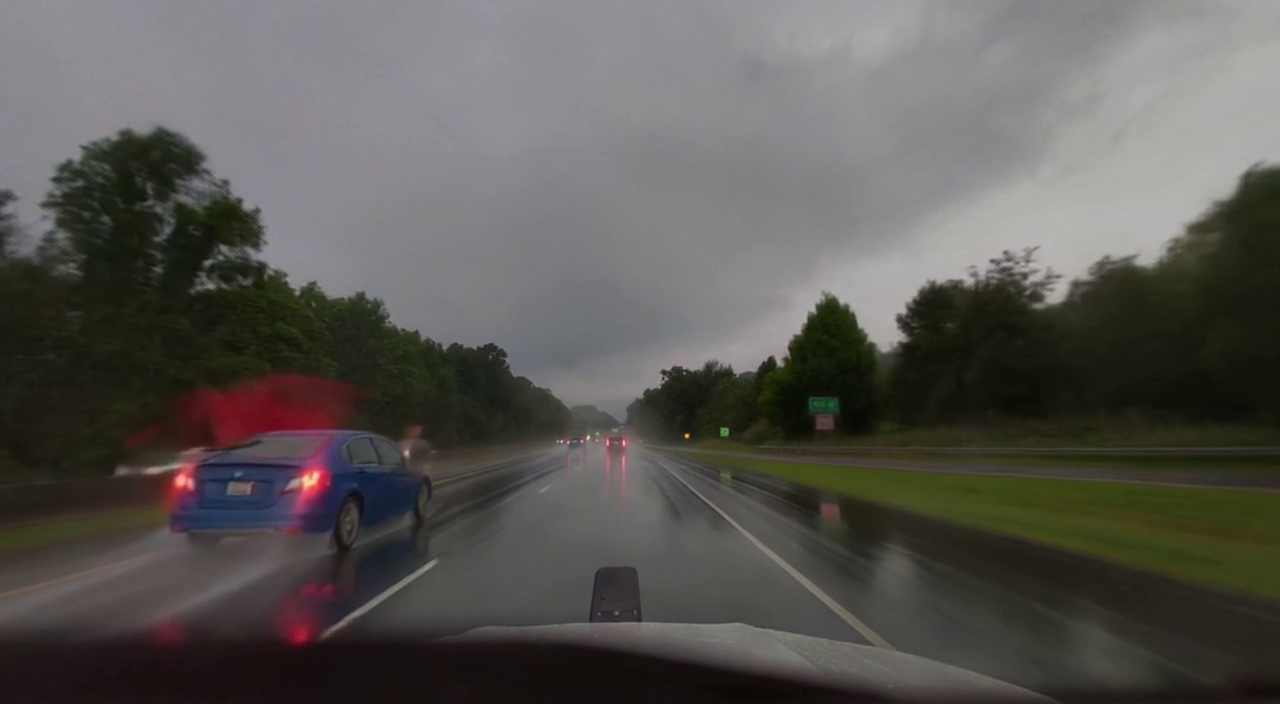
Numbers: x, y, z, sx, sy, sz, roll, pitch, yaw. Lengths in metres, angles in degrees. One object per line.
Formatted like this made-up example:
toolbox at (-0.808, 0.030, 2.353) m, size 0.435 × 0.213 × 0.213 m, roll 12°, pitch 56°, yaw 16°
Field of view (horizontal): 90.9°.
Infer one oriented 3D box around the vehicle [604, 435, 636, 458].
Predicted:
vehicle at (-1.386, 6.610, 44.267) m, size 2.162 × 1.460 × 4.242 m, roll 0°, pitch -8°, yaw -2°

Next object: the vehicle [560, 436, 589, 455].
vehicle at (-5.049, 7.253, 48.979) m, size 1.907 × 1.445 × 4.049 m, roll 0°, pitch -8°, yaw -1°

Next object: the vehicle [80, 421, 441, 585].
vehicle at (-4.115, 1.654, 7.853) m, size 1.958 × 1.477 × 4.121 m, roll 0°, pitch -8°, yaw -1°
